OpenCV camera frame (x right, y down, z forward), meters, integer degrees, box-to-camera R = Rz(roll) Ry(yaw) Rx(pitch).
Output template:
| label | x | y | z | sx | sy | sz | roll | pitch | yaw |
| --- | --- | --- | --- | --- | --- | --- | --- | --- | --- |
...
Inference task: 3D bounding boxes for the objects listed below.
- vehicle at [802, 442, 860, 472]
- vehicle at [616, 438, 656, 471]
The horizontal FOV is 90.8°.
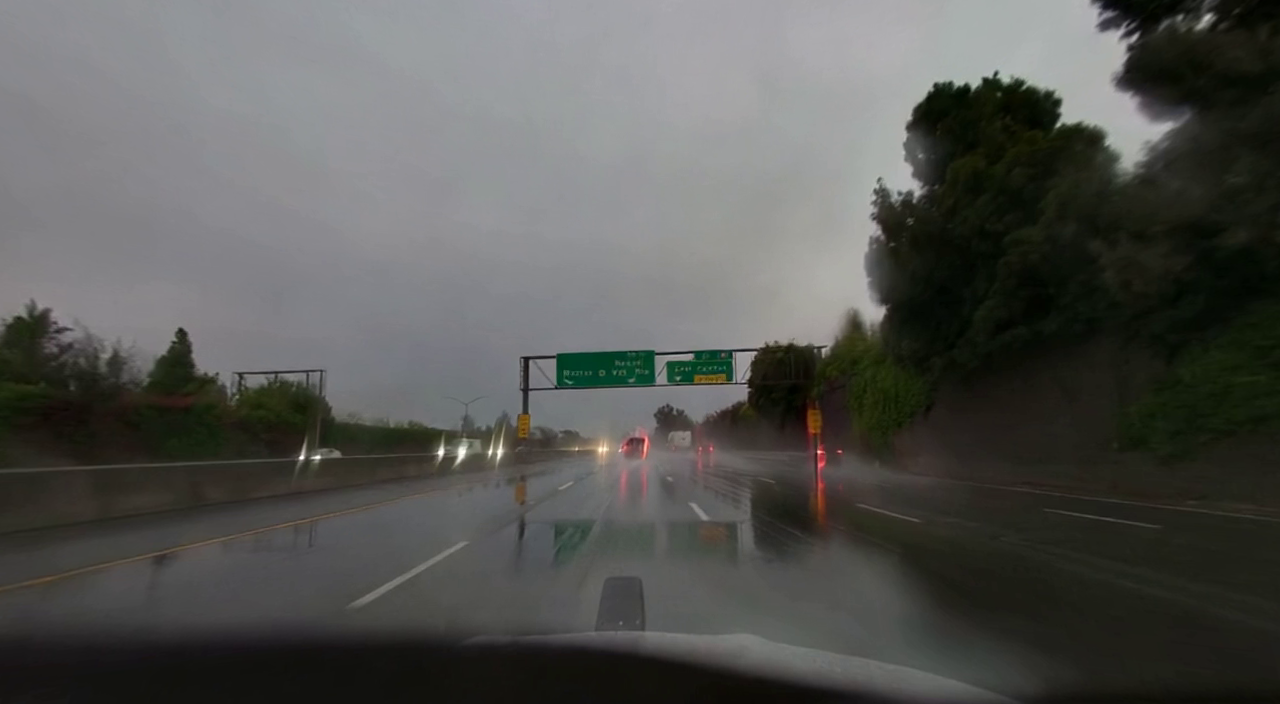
| label | x | y | z | sx | sy | sz | roll | pitch | yaw |
| --- | --- | --- | --- | --- | --- | --- | --- | --- | --- |
| vehicle | 11.173 | 6.151 | 37.248 | 1.912 | 1.673 | 4.438 | 0 | -9 | -1 |
| vehicle | -0.285 | 5.819 | 36.079 | 2.121 | 1.739 | 4.087 | 0 | -9 | -2 |
